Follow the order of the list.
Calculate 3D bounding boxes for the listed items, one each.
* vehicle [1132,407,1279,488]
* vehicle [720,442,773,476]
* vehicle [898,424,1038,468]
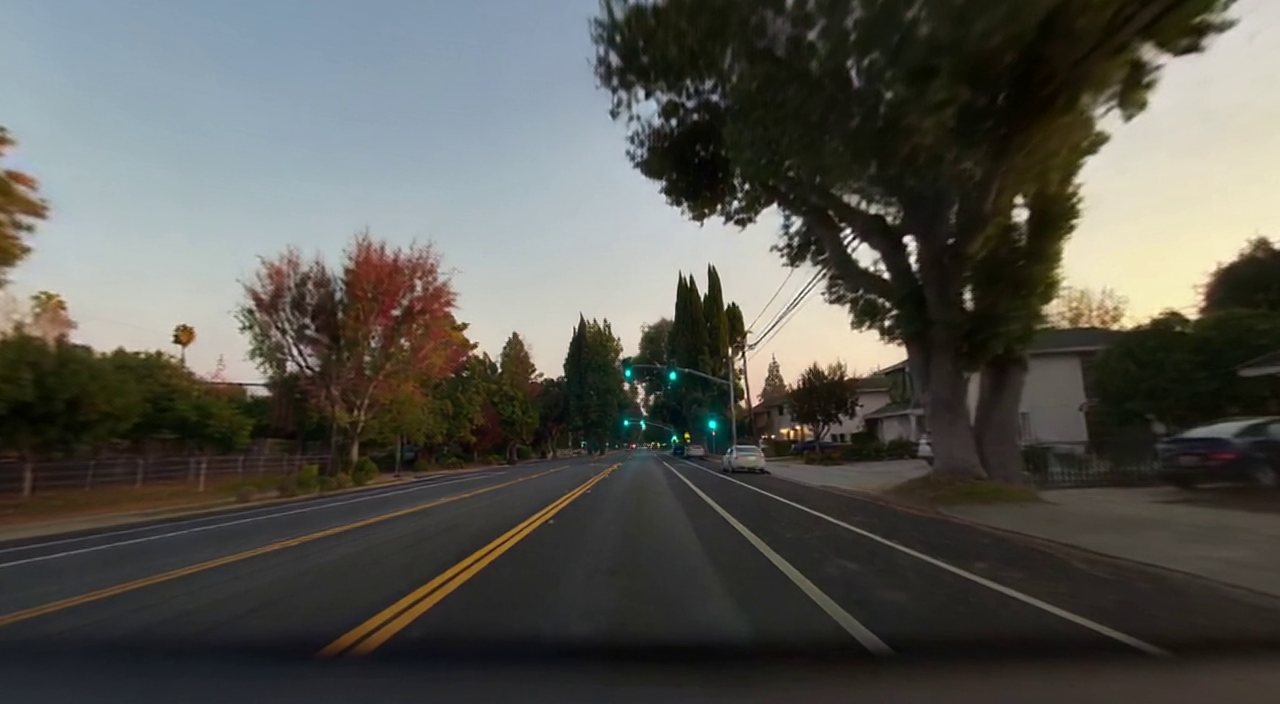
[{"bbox_3d":[13.261,1.954,12.985,4.389,1.530,1.992,-1,-8,6],"label":"vehicle"},{"bbox_3d":[5.263,5.330,31.606,1.955,1.549,4.129,0,-8,0],"label":"vehicle"},{"bbox_3d":[12.946,3.744,25.129,4.476,1.686,1.878,0,-8,1],"label":"vehicle"}]
